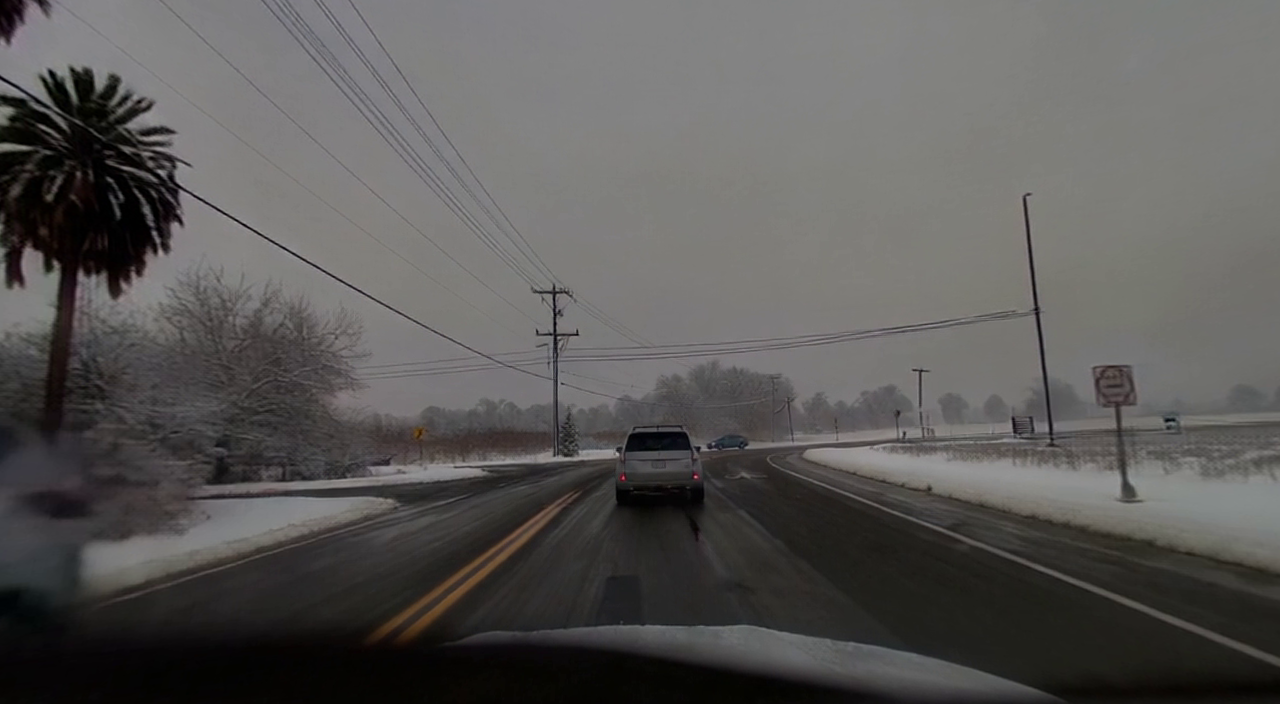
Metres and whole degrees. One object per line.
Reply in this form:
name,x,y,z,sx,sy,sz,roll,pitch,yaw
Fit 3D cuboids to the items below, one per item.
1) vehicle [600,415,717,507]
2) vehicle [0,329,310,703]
vehicle,0.402,2.564,15.232,2.364,1.859,4.538,0,-8,1
vehicle,-3.740,0.774,2.009,2.237,1.878,5.739,0,-8,0
